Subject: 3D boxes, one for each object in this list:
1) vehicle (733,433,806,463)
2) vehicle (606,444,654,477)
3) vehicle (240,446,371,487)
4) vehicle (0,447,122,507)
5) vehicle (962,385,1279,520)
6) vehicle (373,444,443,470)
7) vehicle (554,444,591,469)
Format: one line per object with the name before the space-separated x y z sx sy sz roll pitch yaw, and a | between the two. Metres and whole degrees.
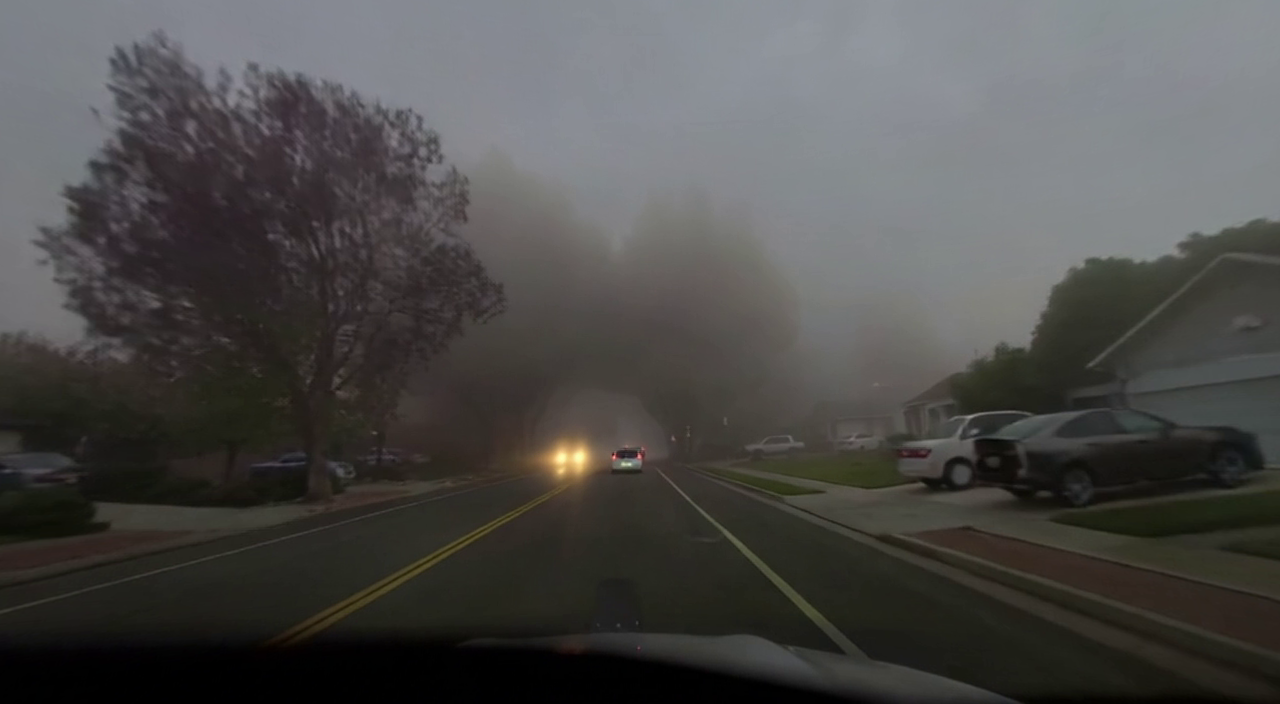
vehicle | 9.234 6.852 45.182 4.634 1.723 1.966 -4 -7 -2
vehicle | -0.451 5.125 30.118 2.098 1.483 4.099 0 -8 0
vehicle | -14.850 5.099 28.191 4.608 1.743 2.222 -1 -9 6
vehicle | -17.082 3.434 17.818 4.608 1.481 1.890 -4 -9 25
vehicle | 8.382 1.658 10.800 4.513 1.617 1.998 -6 -8 -1
vehicle | -17.341 7.858 47.432 4.463 1.917 1.970 1 -9 -5
vehicle | -5.095 7.967 48.484 2.256 1.838 4.613 0 -8 1
